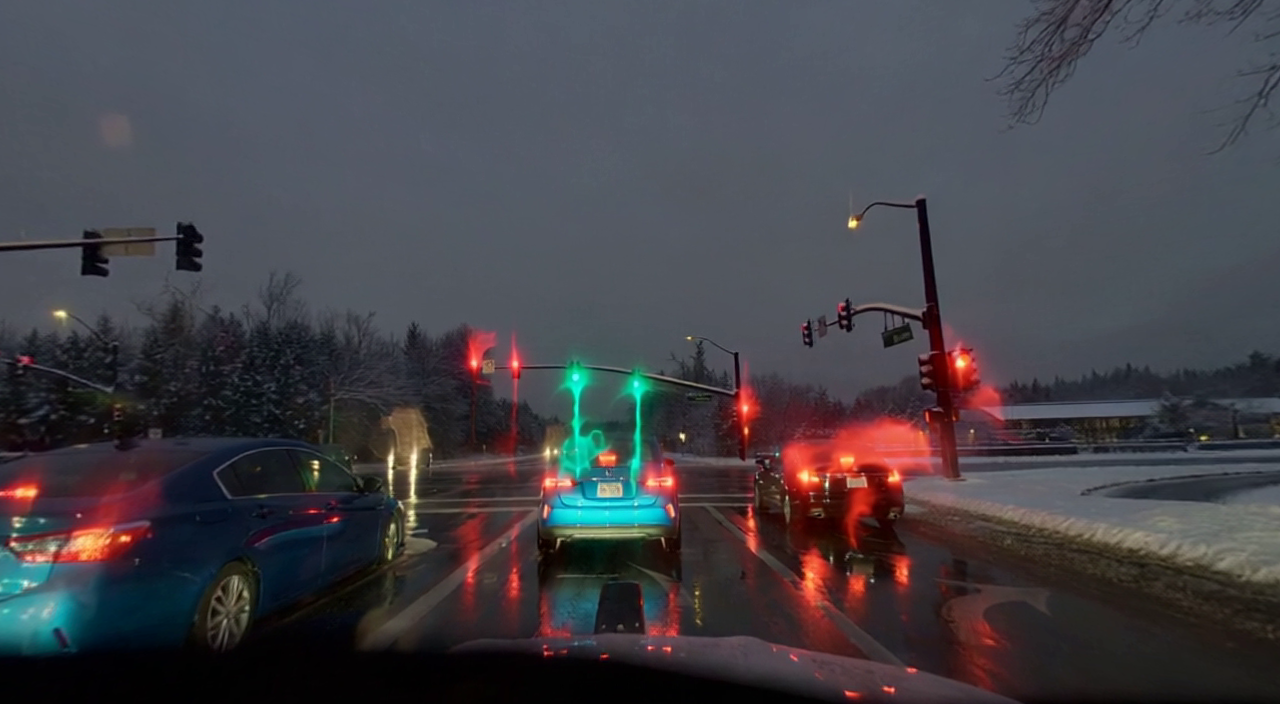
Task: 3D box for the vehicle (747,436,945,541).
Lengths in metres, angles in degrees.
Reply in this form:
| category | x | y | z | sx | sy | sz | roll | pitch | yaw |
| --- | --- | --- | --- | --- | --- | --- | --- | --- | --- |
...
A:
| category | x | y | z | sx | sy | sz | roll | pitch | yaw |
| --- | --- | --- | --- | --- | --- | --- | --- | --- | --- |
| vehicle | 3.275 | 2.259 | 11.164 | 1.970 | 1.449 | 4.433 | 0 | -8 | 0 |

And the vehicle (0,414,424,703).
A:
| category | x | y | z | sx | sy | sz | roll | pitch | yaw |
| --- | --- | --- | --- | --- | --- | --- | --- | --- | --- |
| vehicle | -3.581 | 1.358 | 5.155 | 2.052 | 1.472 | 4.479 | 0 | -8 | 0 |

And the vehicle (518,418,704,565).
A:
| category | x | y | z | sx | sy | sz | roll | pitch | yaw |
| --- | --- | --- | --- | --- | --- | --- | --- | --- | --- |
| vehicle | -0.346 | 1.822 | 8.966 | 2.038 | 1.599 | 3.844 | 0 | -8 | -1 |
